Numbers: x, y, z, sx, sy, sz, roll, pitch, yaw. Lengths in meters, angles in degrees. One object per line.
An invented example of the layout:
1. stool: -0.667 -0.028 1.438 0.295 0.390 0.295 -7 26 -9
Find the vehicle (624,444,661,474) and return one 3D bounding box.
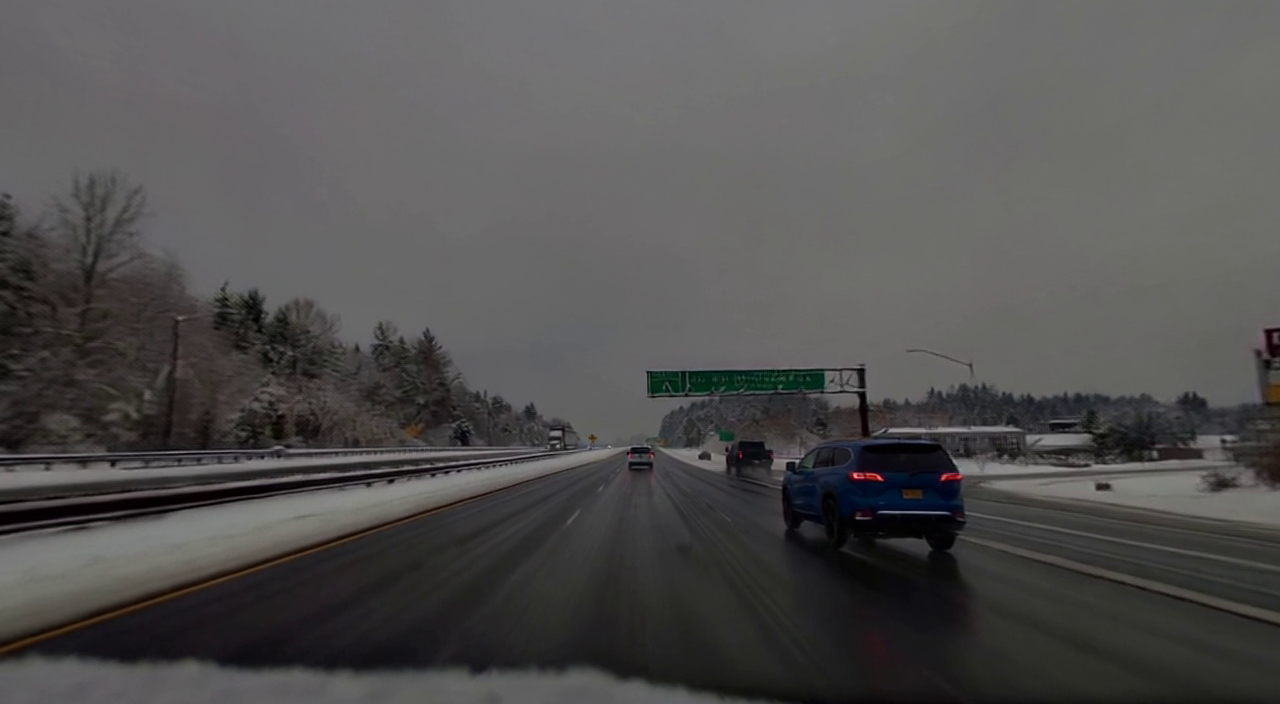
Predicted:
1. vehicle: 0.161 6.695 39.869 2.181 1.768 4.383 0 -9 0

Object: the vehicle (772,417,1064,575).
1. vehicle: 3.417 1.858 8.945 2.097 1.659 4.320 0 -9 -1

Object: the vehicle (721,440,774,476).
1. vehicle: 7.319 7.284 43.768 2.526 2.230 6.190 0 -9 0
